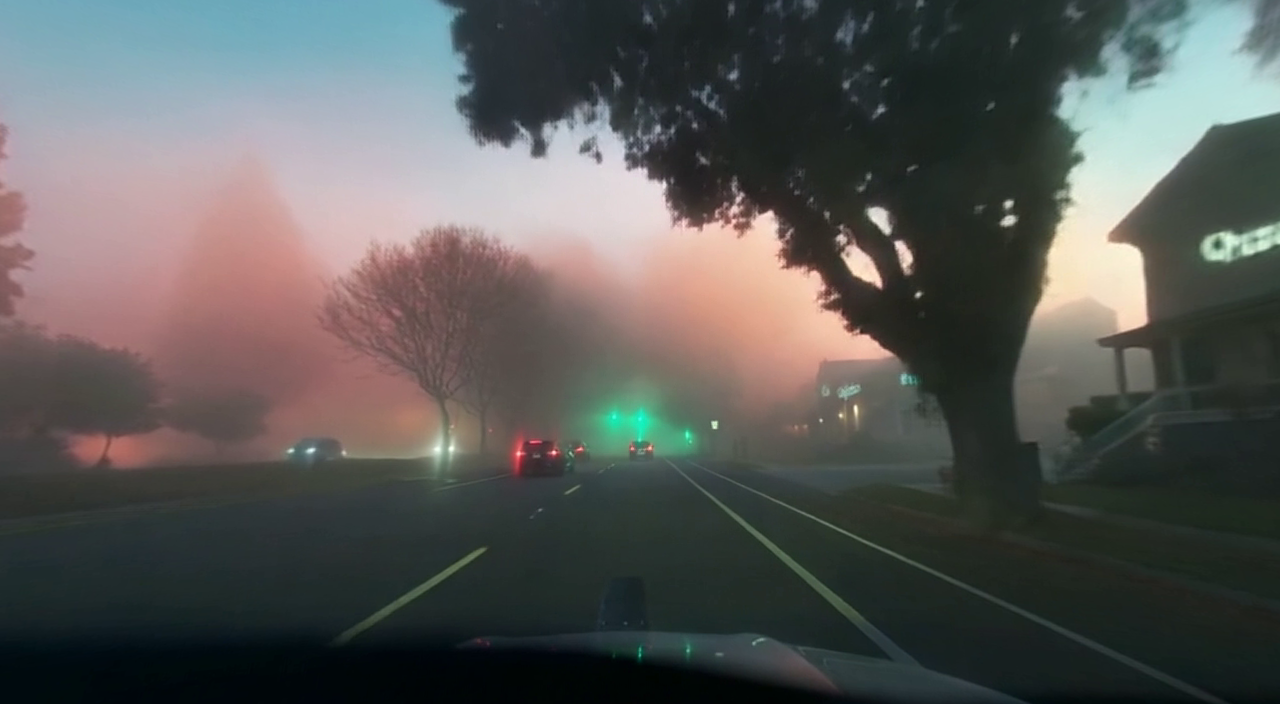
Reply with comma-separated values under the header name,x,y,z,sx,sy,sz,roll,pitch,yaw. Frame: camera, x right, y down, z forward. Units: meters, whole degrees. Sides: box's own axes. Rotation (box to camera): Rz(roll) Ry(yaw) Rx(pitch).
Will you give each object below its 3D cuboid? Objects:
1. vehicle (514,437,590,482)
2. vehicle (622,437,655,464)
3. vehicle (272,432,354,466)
name,x,y,z,sx,sy,sz,roll,pitch,yaw
vehicle,-3.032,3.829,22.769,2.015,1.470,4.458,0,-8,1
vehicle,-0.103,6.718,43.166,2.153,1.764,4.047,0,-8,0
vehicle,-17.357,5.174,33.747,2.032,1.689,4.624,0,-8,-2
